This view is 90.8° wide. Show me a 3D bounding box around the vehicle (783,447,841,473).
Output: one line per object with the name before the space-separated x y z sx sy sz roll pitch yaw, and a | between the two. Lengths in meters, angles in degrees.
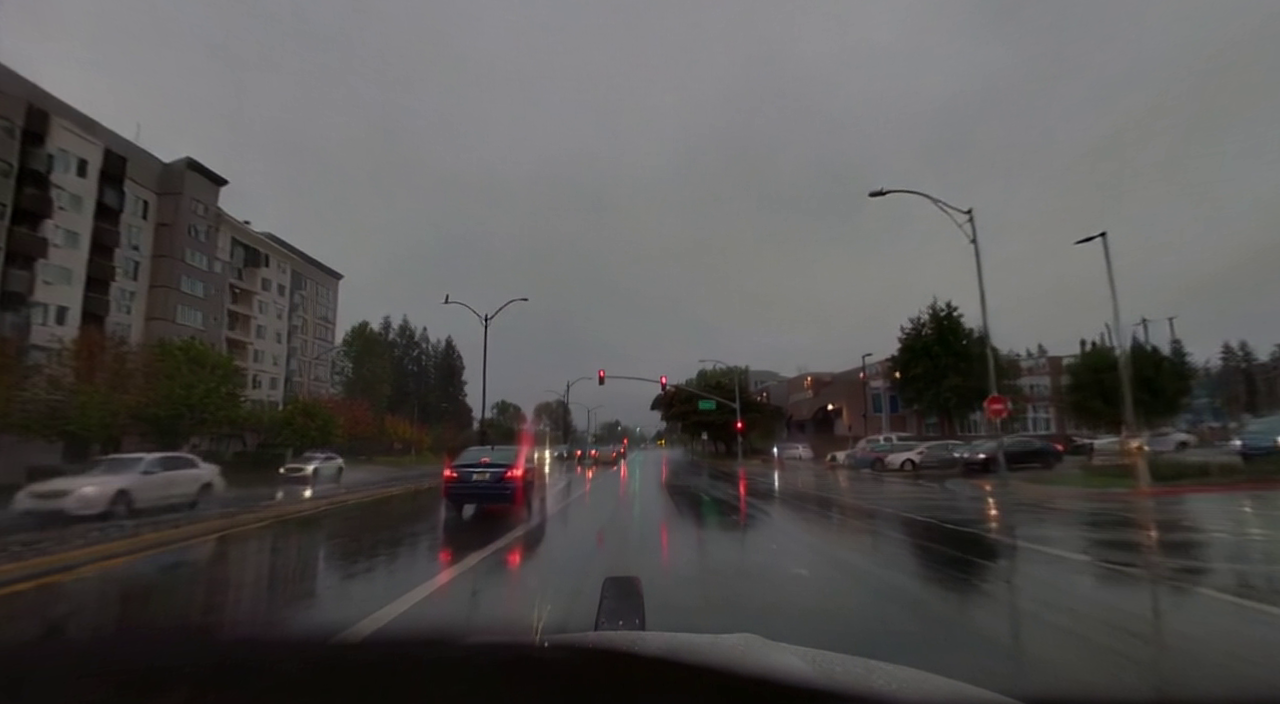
vehicle | 10.236 6.455 37.947 2.045 1.418 4.869 0 -8 -1

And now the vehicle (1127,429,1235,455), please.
vehicle | 34.689 5.779 40.644 4.771 1.577 2.205 -1 -8 3

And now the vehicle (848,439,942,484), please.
vehicle | 10.377 4.488 26.148 1.975 1.677 4.400 0 -8 -1

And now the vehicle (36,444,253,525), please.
vehicle | -10.694 2.832 14.052 1.867 1.524 3.654 0 -8 -2

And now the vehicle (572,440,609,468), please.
vehicle | -3.404 7.176 44.643 2.220 1.888 4.904 0 -8 0

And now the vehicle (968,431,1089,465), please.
vehicle | 18.453 4.593 30.154 4.416 1.519 1.988 -1 -9 2

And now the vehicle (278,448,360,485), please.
vehicle | -15.003 5.357 29.807 1.854 1.586 4.043 0 -8 -2

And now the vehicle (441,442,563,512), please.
vehicle | -3.185 2.975 15.578 2.144 1.447 4.421 0 -8 -2
